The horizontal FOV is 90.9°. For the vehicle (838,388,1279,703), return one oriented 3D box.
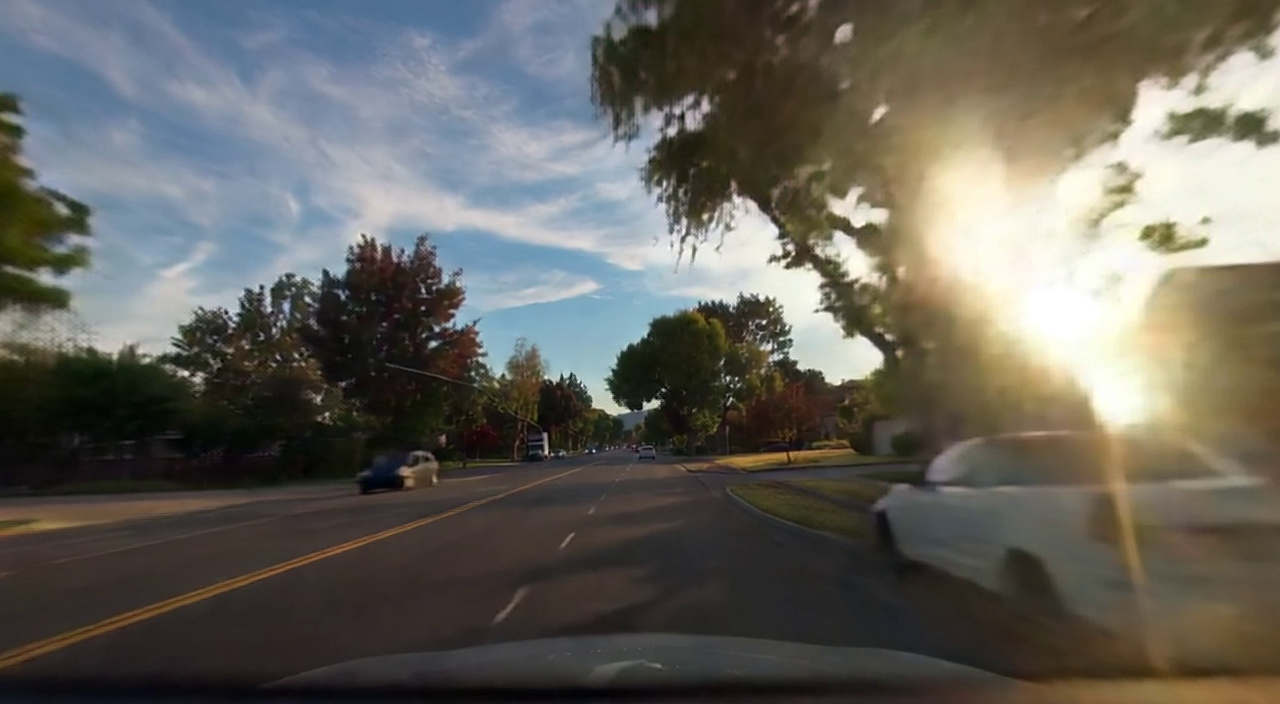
[{"bbox_3d":[3.224,1.246,4.644,2.011,1.507,4.769,0,-9,0],"label":"vehicle"}]

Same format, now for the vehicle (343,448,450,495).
[{"bbox_3d":[-8.702,4.288,23.035,2.001,1.508,4.581,0,-9,1],"label":"vehicle"}]
